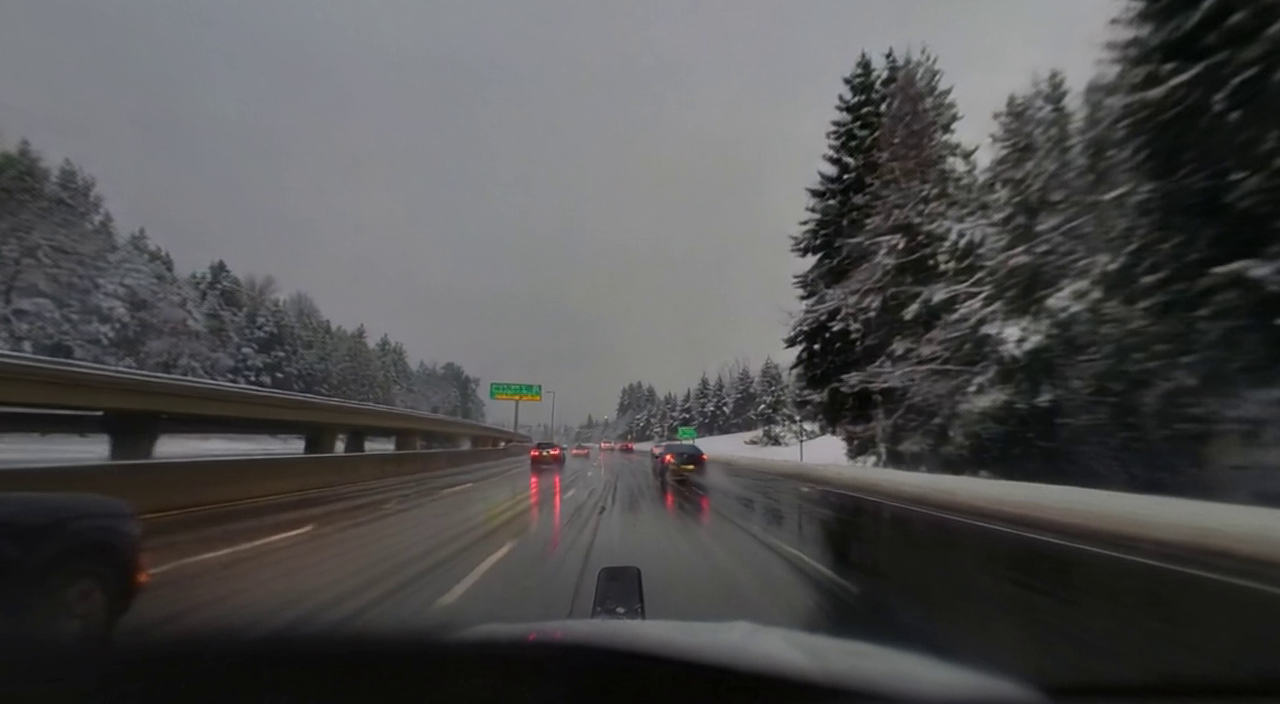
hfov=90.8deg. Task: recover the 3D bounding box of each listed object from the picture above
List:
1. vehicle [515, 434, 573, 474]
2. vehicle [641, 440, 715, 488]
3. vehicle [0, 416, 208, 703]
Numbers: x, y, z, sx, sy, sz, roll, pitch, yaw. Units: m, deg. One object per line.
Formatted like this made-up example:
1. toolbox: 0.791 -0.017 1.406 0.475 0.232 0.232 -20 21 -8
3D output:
1. vehicle: -4.560 4.928 30.770 2.244 1.755 4.417 0 -8 -2
2. vehicle: 1.177 3.744 21.499 1.947 1.437 4.345 0 -8 -4
3. vehicle: -3.903 0.862 1.643 2.049 1.482 4.981 0 -8 0
